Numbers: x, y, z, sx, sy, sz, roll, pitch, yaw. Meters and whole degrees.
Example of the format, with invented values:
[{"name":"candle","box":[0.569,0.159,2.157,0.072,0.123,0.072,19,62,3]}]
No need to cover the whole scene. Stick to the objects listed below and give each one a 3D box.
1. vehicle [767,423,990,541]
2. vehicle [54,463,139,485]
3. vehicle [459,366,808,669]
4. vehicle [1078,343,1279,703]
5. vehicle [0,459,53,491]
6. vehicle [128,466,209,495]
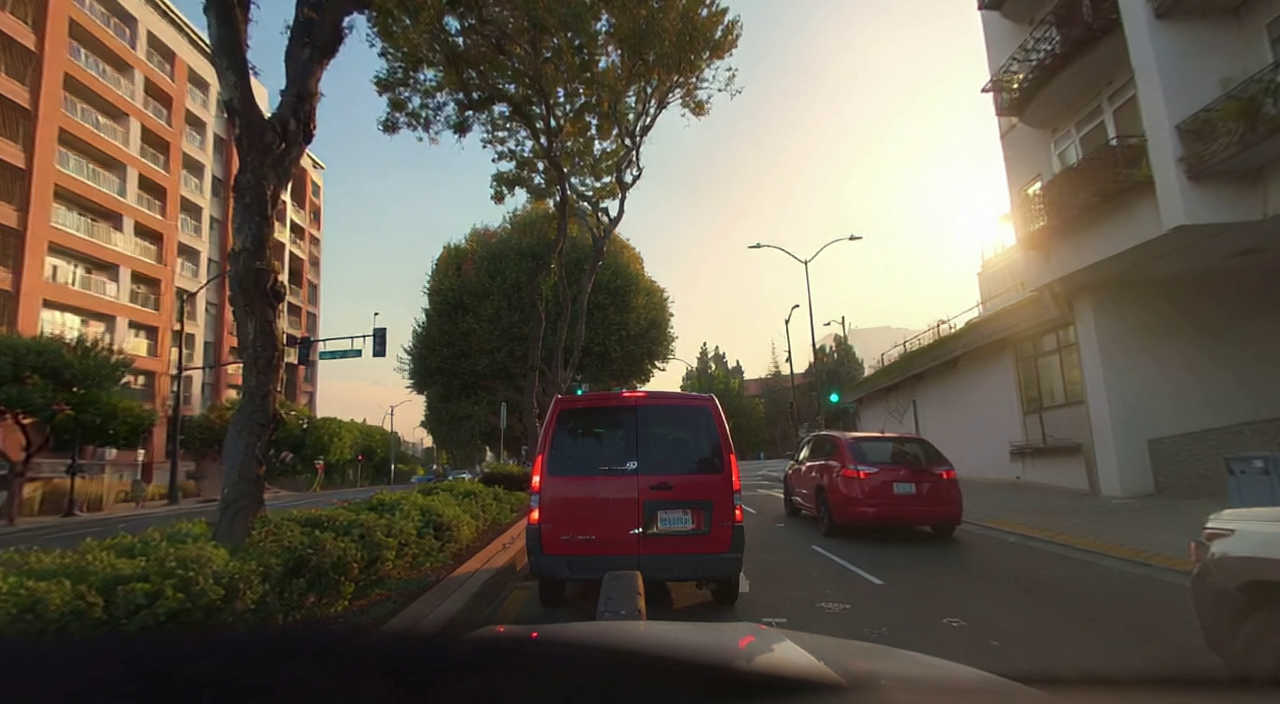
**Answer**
[{"name":"vehicle","box":[3.908,2.223,11.462,2.061,1.676,4.734,0,-9,-2]},{"name":"vehicle","box":[-38.433,8.636,44.663,4.396,1.458,1.809,-1,-9,2]},{"name":"vehicle","box":[-0.037,1.322,6.041,2.101,1.828,4.270,0,-9,0]},{"name":"vehicle","box":[3.812,0.703,1.789,2.157,1.748,4.130,0,-9,1]},{"name":"vehicle","box":[-35.529,6.843,35.185,3.843,1.680,1.782,-1,-9,5]},{"name":"vehicle","box":[-33.226,9.068,44.541,4.292,1.492,1.772,-6,-14,-1]}]
